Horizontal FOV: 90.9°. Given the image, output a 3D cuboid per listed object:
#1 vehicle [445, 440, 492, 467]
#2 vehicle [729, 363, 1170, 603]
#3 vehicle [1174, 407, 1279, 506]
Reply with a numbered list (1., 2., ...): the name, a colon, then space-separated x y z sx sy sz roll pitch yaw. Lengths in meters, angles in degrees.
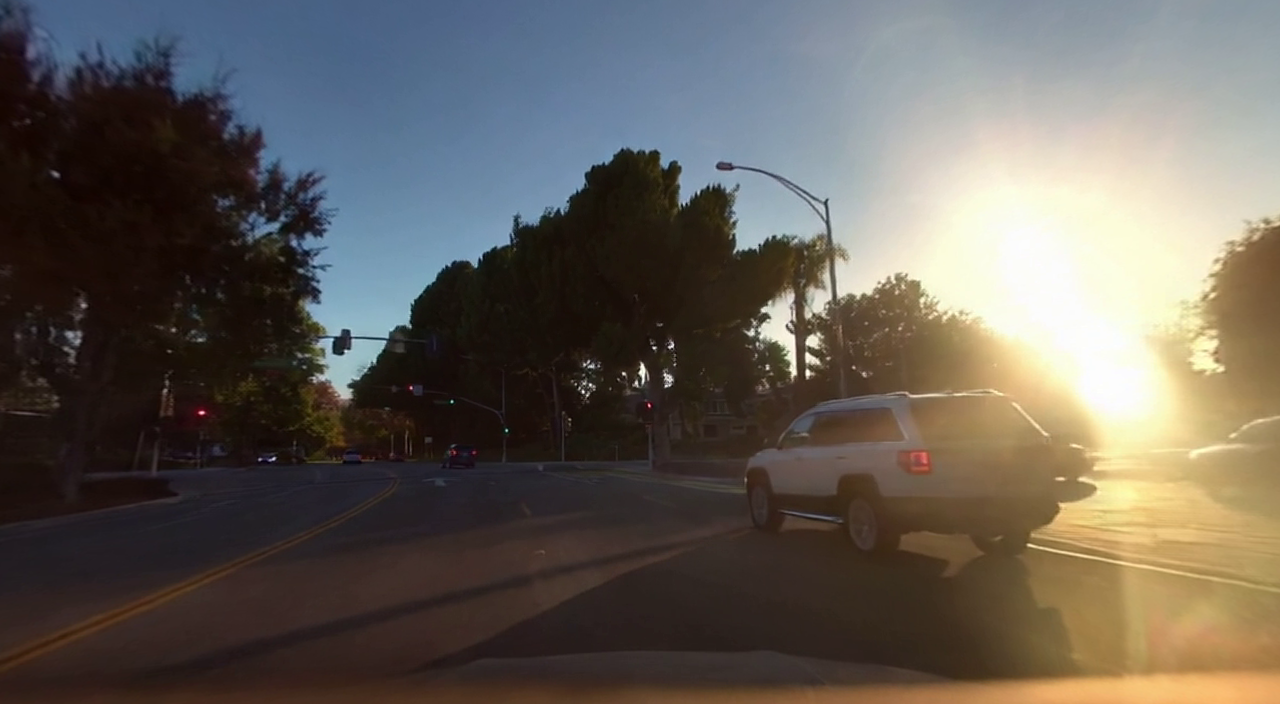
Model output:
1. vehicle: -11.551 6.778 42.245 2.138 1.729 4.178 4 -10 -27
2. vehicle: 3.201 1.542 8.431 2.338 2.063 5.592 1 -9 -10
3. vehicle: 13.385 1.907 12.096 4.656 1.710 1.950 -1 -9 -7
